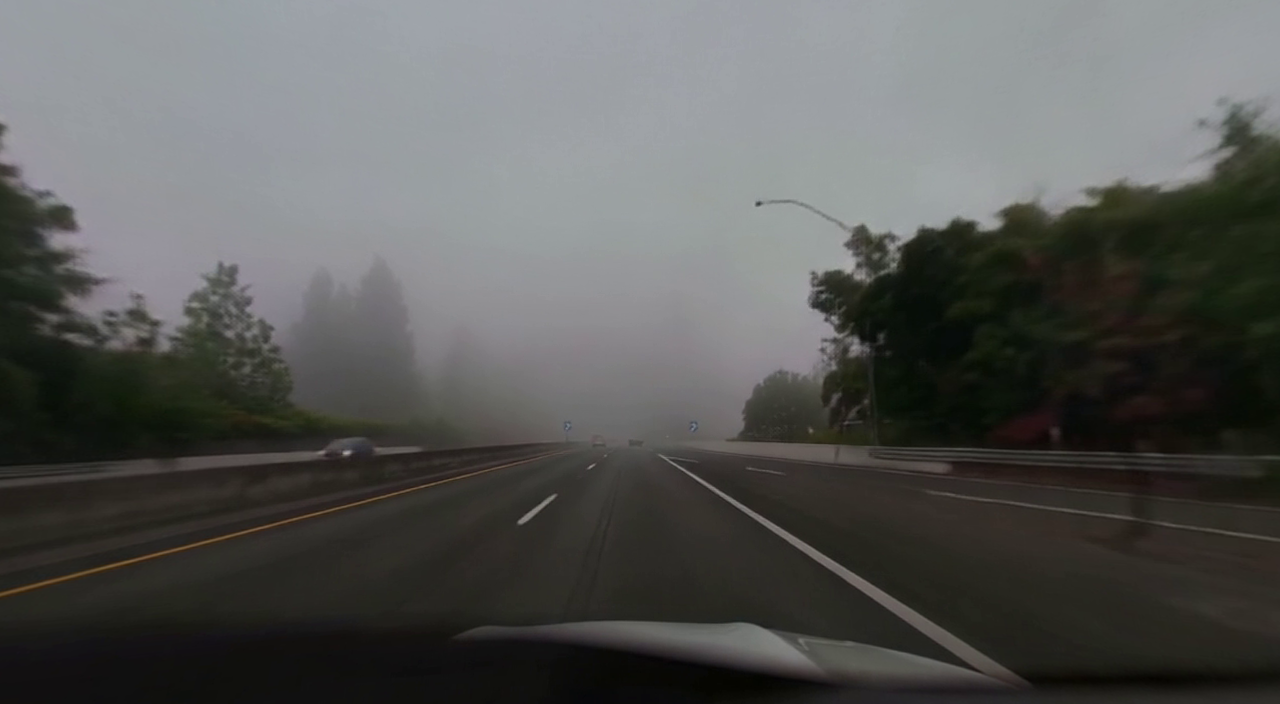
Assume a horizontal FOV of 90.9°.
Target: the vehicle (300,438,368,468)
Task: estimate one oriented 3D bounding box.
[{"bbox_3d":[-17.138,5.637,35.491,1.857,1.583,4.008,0,-8,-1],"label":"vehicle"}]
